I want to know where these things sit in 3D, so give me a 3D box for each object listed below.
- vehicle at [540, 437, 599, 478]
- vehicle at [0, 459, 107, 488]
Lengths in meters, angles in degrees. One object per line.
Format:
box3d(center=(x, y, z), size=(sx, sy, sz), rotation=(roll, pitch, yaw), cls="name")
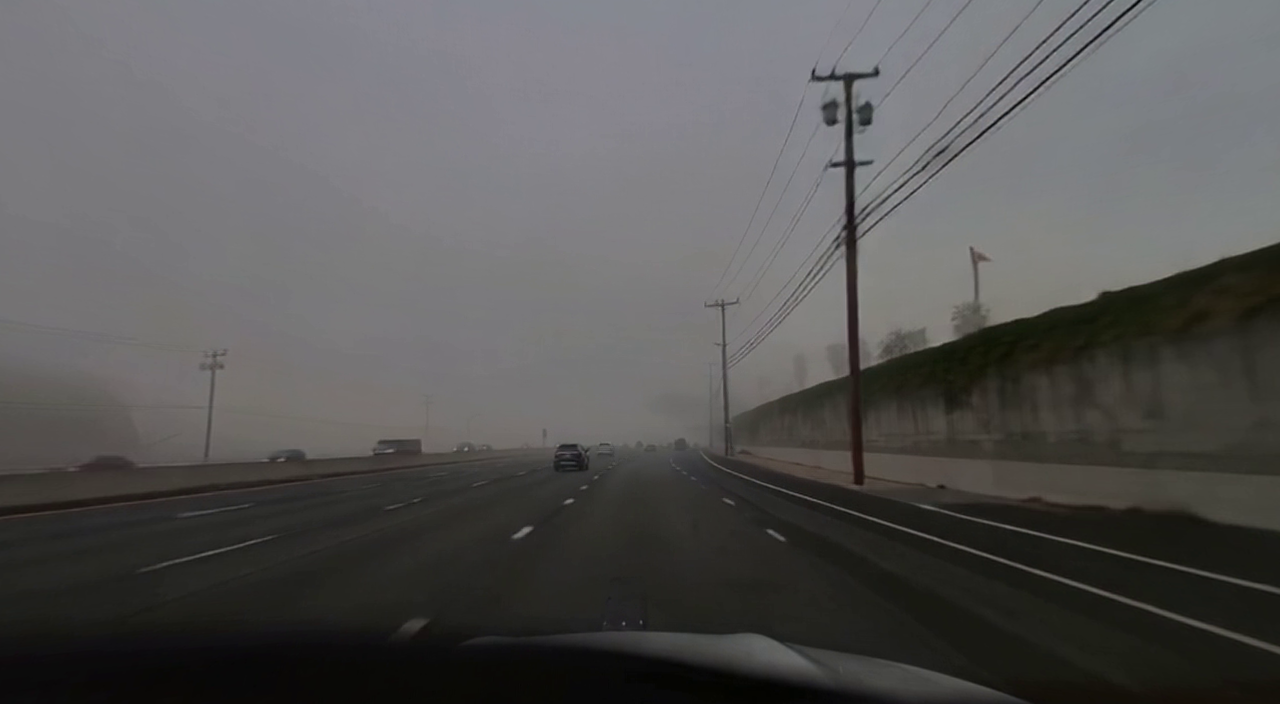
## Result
box3d(center=(-2.958, 4.530, 27.282), size=(2.029, 1.609, 3.935), rotation=(0, -8, 1), cls="vehicle")
box3d(center=(-31.522, 6.484, 33.807), size=(1.866, 1.322, 4.650), rotation=(0, -8, 0), cls="vehicle")
